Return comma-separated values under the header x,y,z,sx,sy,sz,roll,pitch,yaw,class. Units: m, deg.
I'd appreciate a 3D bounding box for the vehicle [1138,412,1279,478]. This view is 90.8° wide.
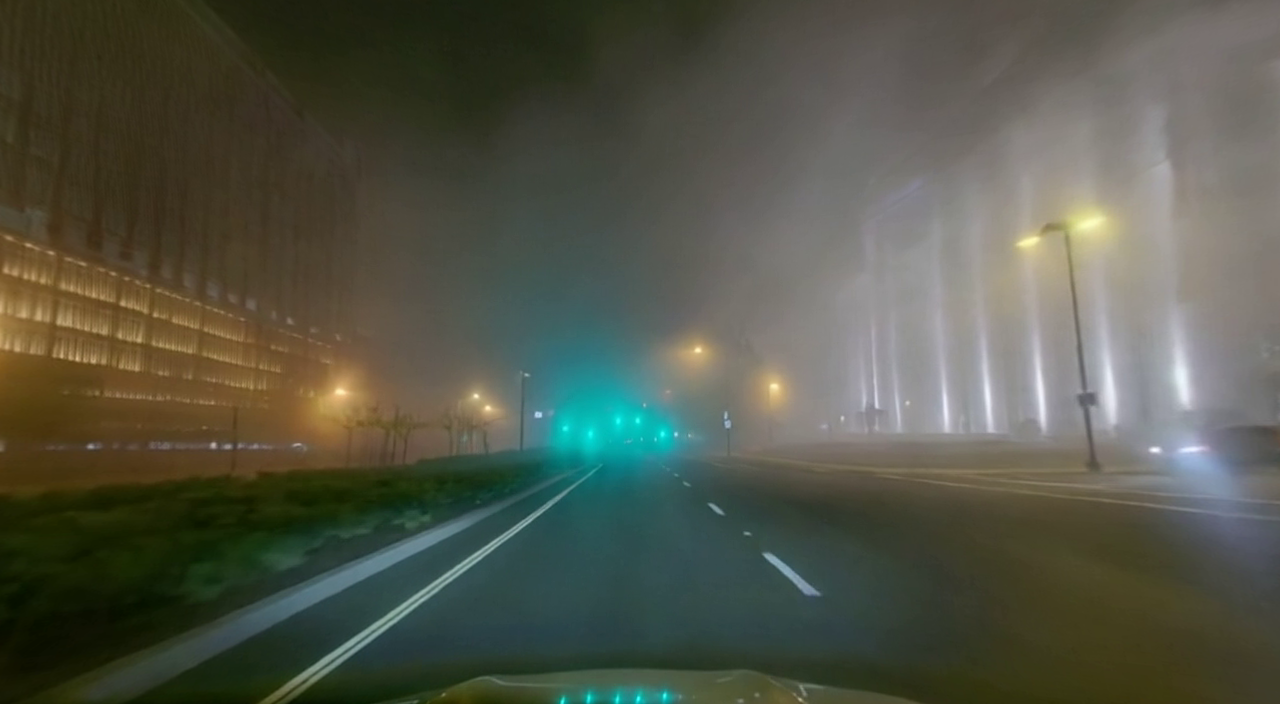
x,y,z,sx,sy,sz,roll,pitch,yaw,class
21.626,3.167,22.079,6.615,1.967,2.328,-2,-7,-5,vehicle
